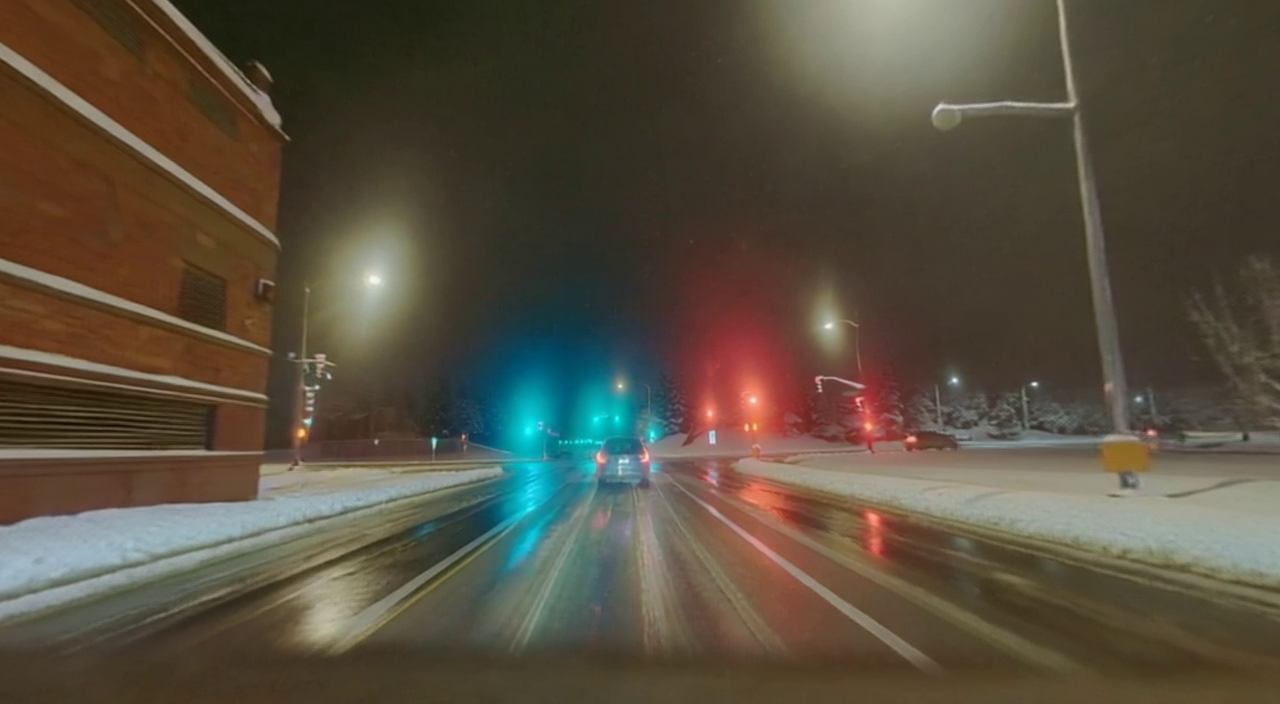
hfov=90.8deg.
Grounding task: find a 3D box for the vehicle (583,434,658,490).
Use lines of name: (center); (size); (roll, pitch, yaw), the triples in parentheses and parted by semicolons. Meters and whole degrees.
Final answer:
vehicle: (-0.638, 3.628, 21.164); (2.218, 1.657, 4.551); (0, -9, -1)
